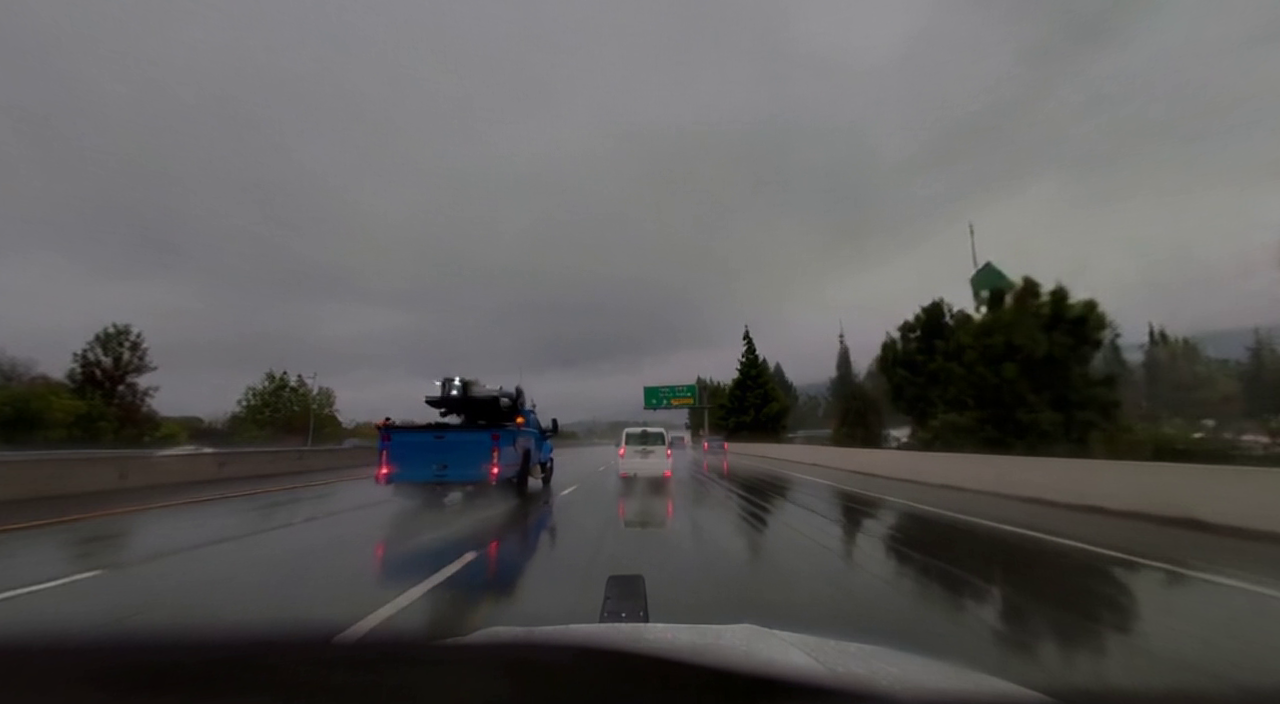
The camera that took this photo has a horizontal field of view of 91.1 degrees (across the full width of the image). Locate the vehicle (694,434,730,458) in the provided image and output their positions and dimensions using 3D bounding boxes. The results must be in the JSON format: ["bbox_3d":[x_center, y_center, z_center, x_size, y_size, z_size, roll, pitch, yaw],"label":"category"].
[{"bbox_3d":[5.053,6.653,44.466,2.079,1.656,4.506,0,-8,1],"label":"vehicle"}]

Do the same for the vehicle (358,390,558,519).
[{"bbox_3d":[-3.395,2.109,13.303,2.526,2.146,5.594,0,-8,0],"label":"vehicle"}]

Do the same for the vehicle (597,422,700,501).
[{"bbox_3d":[0.185,2.650,15.535,2.165,1.653,4.456,0,-8,0],"label":"vehicle"}]
